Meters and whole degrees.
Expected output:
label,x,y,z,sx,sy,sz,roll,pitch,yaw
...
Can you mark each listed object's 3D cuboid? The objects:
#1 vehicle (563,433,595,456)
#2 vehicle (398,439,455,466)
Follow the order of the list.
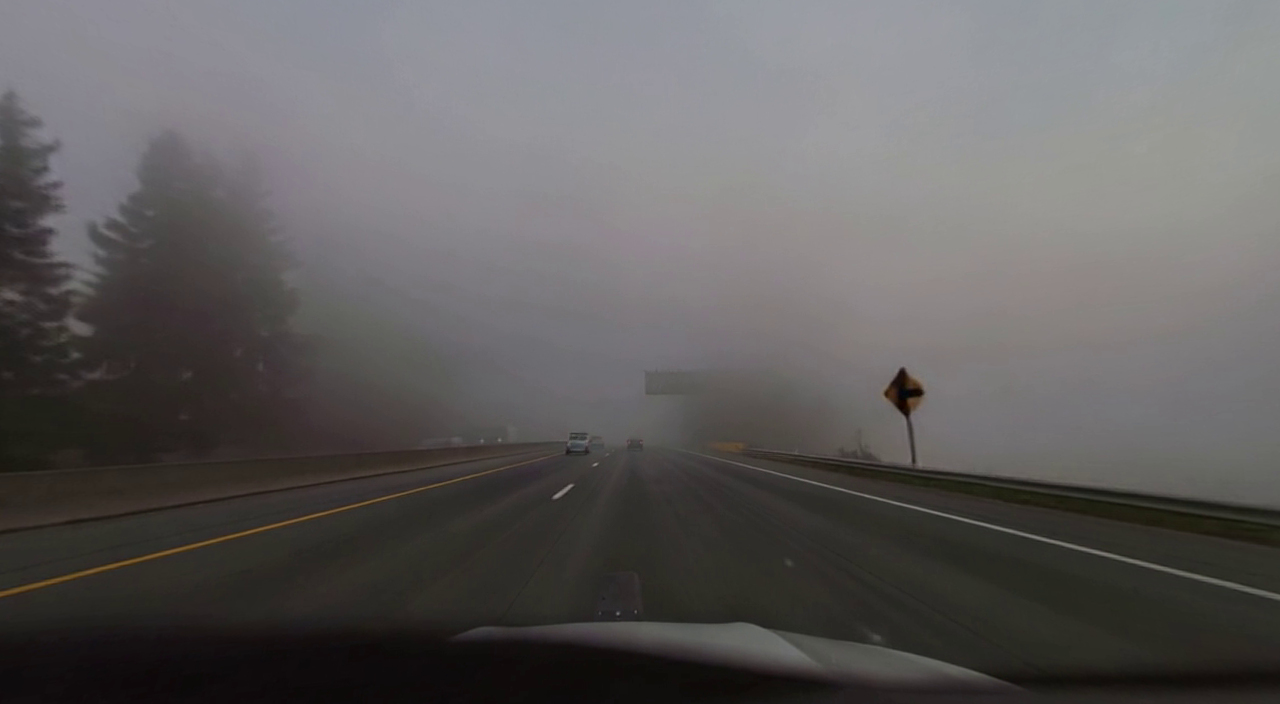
label,x,y,z,sx,sy,sz,roll,pitch,yaw
vehicle,-4.552,6.949,47.543,2.003,1.626,4.256,0,-8,0
vehicle,-12.085,5.665,35.859,1.857,1.423,3.941,0,-8,0
